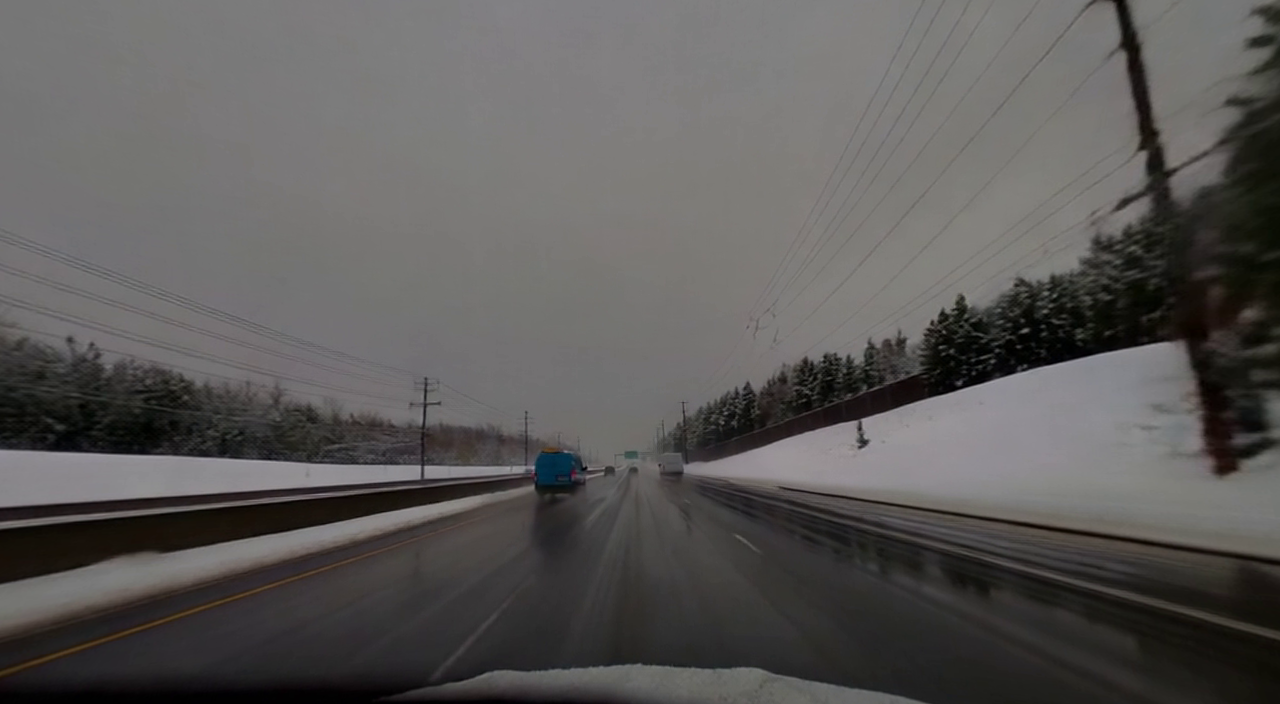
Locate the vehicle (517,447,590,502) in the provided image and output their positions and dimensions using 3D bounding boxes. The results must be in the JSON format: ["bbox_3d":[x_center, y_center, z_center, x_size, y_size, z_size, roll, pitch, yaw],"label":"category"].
[{"bbox_3d":[-3.428,5.021,25.945,2.324,2.008,4.654,1,-11,0],"label":"vehicle"}]
